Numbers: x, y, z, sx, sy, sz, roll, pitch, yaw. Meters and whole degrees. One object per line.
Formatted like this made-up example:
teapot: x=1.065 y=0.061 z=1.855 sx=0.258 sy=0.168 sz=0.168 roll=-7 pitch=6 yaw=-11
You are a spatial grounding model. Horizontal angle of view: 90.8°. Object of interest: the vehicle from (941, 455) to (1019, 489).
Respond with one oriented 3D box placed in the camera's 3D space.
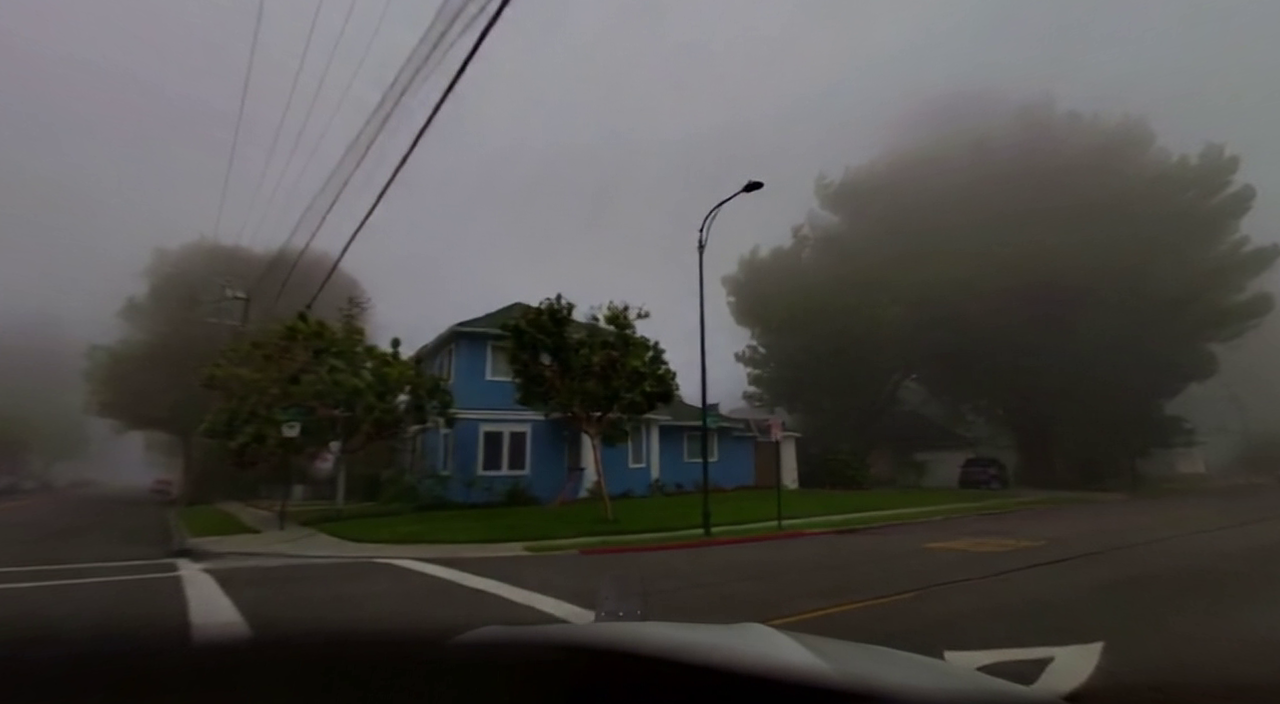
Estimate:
vehicle: x=21.313 y=7.505 z=39.492 sx=5.161 sy=1.829 sz=2.034 roll=10 pitch=-14 yaw=-34
